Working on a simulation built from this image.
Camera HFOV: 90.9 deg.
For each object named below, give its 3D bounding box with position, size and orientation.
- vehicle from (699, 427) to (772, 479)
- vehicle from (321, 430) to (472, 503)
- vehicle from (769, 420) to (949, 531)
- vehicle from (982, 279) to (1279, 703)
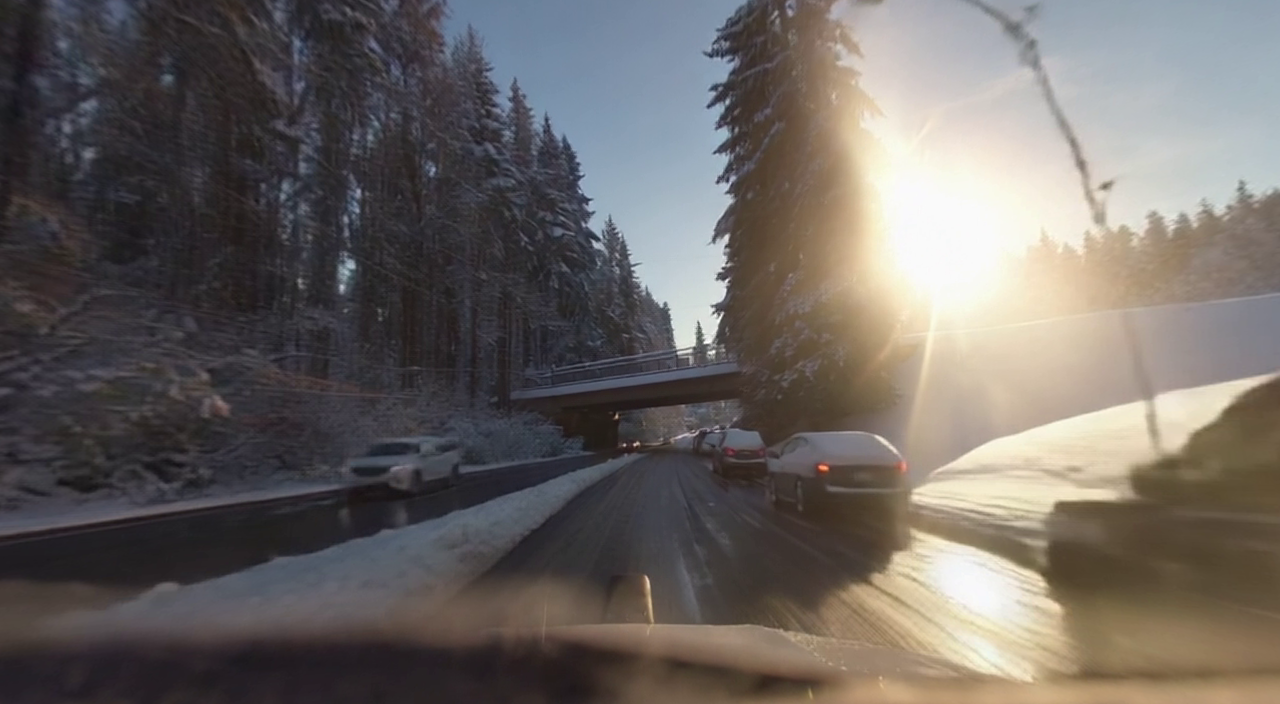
[{"bbox_3d":[3.885,4.213,26.562,2.273,1.944,4.866,0,-8,0],"label":"vehicle"},{"bbox_3d":[-6.933,3.298,18.624,2.089,1.860,4.704,-1,-8,7],"label":"vehicle"},{"bbox_3d":[3.844,2.244,12.002,1.938,1.710,4.249,0,-8,1],"label":"vehicle"},{"bbox_3d":[3.335,0.640,1.992,1.985,1.895,4.496,0,-8,1],"label":"vehicle"}]
